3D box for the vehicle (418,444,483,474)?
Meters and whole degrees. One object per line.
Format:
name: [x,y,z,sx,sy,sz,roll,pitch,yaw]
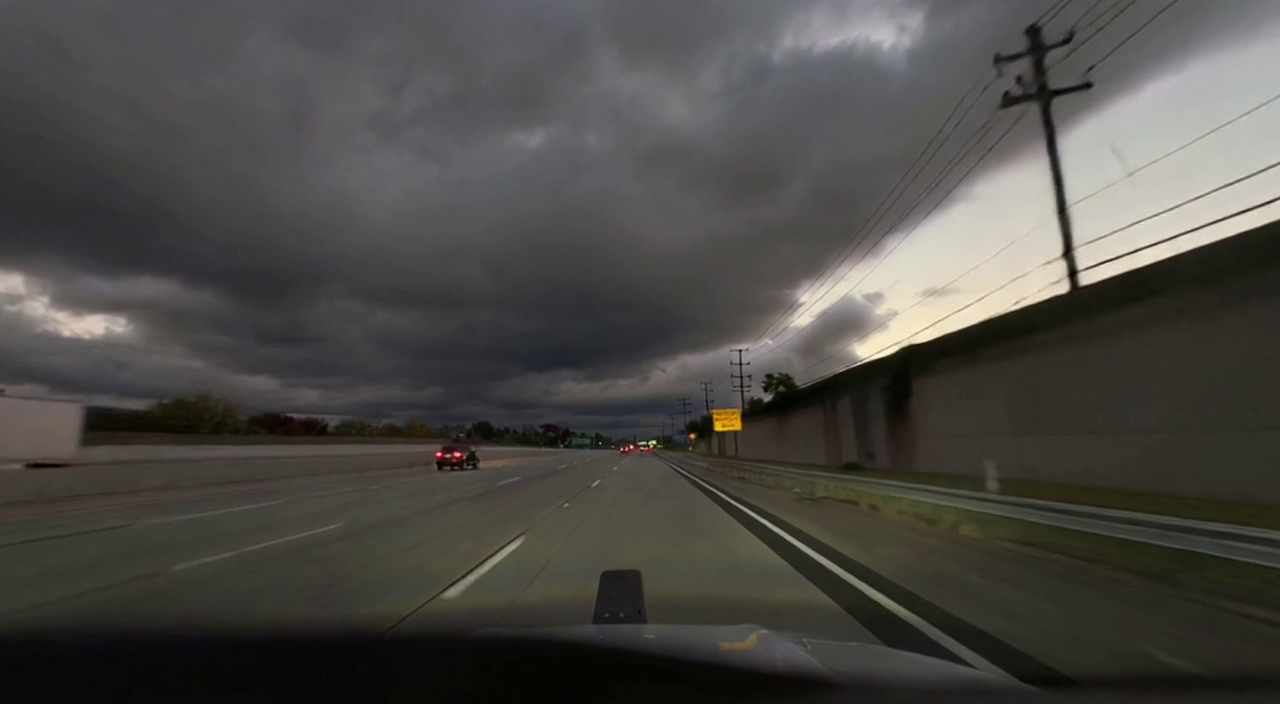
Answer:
vehicle: [-10.127,5.740,34.041,2.056,1.476,4.562,-1,-8,1]
